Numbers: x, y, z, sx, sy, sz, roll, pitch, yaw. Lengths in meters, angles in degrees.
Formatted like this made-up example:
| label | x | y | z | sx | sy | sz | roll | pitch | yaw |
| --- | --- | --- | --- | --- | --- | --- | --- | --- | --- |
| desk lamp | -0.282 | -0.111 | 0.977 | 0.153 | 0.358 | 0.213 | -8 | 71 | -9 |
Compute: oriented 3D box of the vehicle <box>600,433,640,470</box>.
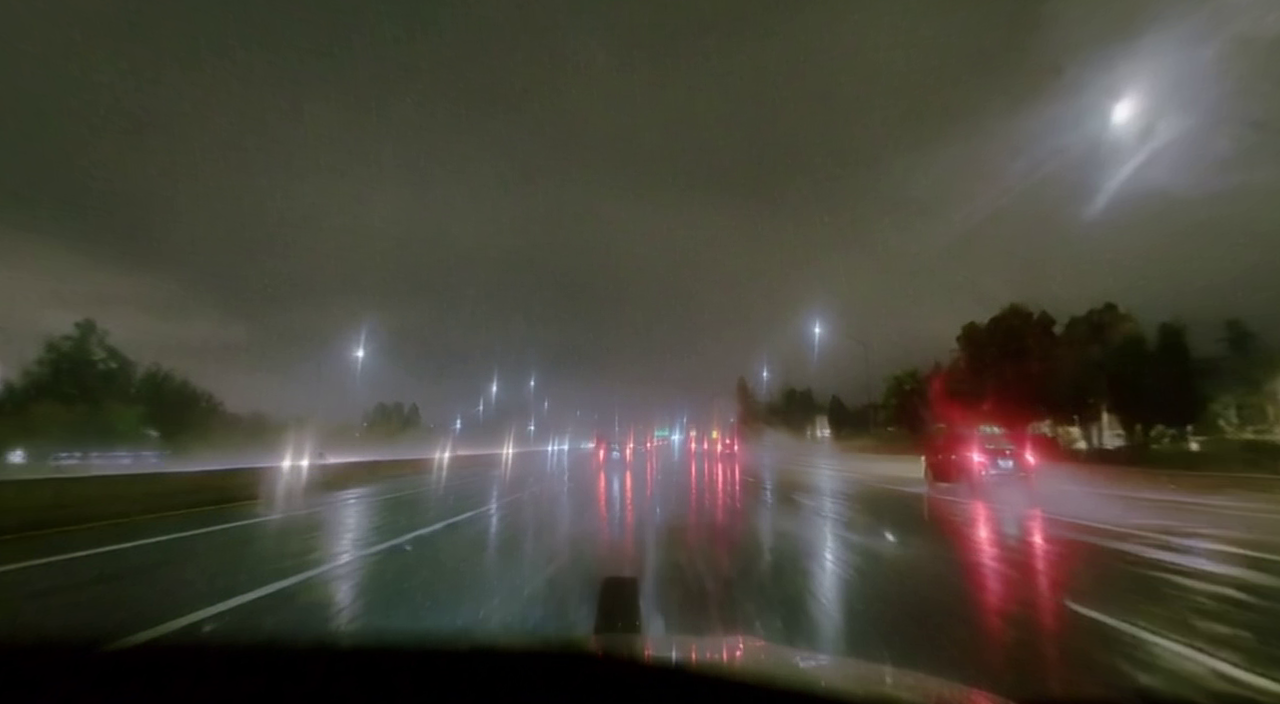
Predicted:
| label | x | y | z | sx | sy | sz | roll | pitch | yaw |
| --- | --- | --- | --- | --- | --- | --- | --- | --- | --- |
| vehicle | -0.988 | 5.334 | 34.019 | 1.893 | 1.827 | 4.513 | 0 | -9 | 1 |

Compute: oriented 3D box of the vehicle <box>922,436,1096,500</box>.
| label | x | y | z | sx | sy | sz | roll | pitch | yaw |
| --- | --- | --- | --- | --- | --- | --- | --- | --- | --- |
| vehicle | 9.427 | 2.981 | 16.687 | 1.900 | 1.432 | 4.519 | 0 | -8 | 1 |
